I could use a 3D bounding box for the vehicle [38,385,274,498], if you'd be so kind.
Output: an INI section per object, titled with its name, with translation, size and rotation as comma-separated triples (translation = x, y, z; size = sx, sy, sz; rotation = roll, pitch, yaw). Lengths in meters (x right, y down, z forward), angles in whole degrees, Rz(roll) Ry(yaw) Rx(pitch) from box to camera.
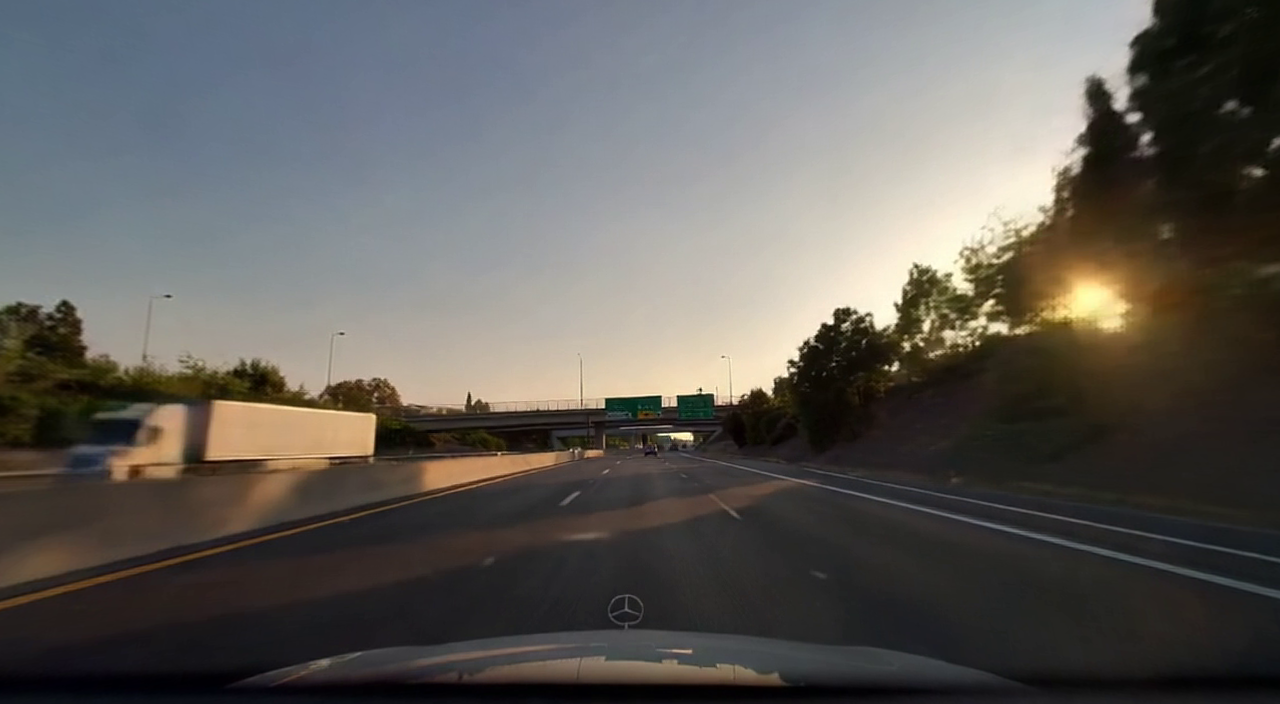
[vehicle]
translation = -20.547, 3.977, 27.761
size = 3.117, 4.122, 8.923
rotation = 0, -9, 0
